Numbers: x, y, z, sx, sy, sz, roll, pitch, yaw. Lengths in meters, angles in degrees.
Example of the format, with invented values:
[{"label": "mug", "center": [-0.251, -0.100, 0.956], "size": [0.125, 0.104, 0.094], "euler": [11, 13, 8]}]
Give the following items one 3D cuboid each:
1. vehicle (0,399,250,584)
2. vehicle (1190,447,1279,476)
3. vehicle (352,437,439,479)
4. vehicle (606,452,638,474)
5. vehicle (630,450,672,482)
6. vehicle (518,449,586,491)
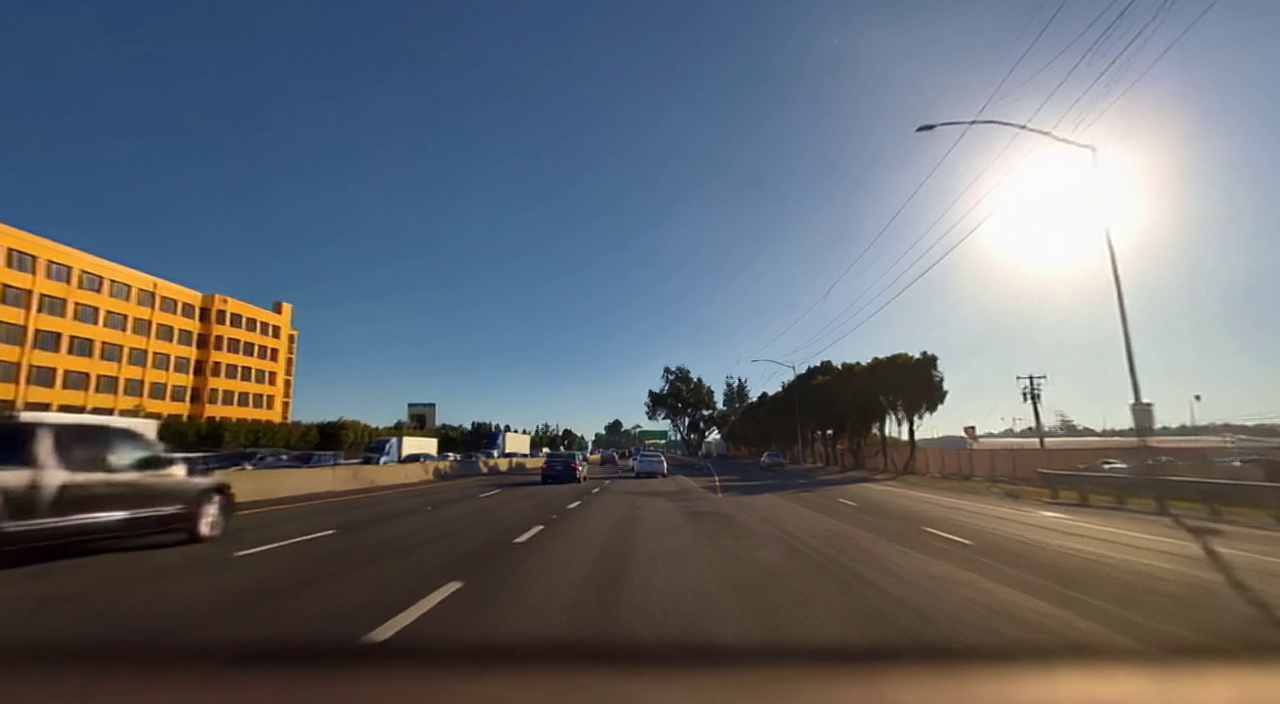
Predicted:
[{"label": "vehicle", "center": [-7.433, 1.614, 7.759], "size": [2.106, 1.827, 4.814], "euler": [0, -8, 1]}, {"label": "vehicle", "center": [44.027, 7.934, 45.927], "size": [5.919, 1.682, 2.144], "euler": [-3, -9, -3]}, {"label": "vehicle", "center": [-12.604, 5.485, 33.063], "size": [2.133, 1.970, 5.950], "euler": [0, -8, 0]}, {"label": "vehicle", "center": [-1.270, 8.235, 46.821], "size": [2.034, 1.466, 4.363], "euler": [-1, -8, 3]}, {"label": "vehicle", "center": [0.594, 6.086, 33.815], "size": [2.107, 1.538, 3.999], "euler": [0, -8, 1]}, {"label": "vehicle", "center": [-3.516, 4.813, 26.125], "size": [2.059, 1.508, 4.662], "euler": [0, -8, 1]}]
